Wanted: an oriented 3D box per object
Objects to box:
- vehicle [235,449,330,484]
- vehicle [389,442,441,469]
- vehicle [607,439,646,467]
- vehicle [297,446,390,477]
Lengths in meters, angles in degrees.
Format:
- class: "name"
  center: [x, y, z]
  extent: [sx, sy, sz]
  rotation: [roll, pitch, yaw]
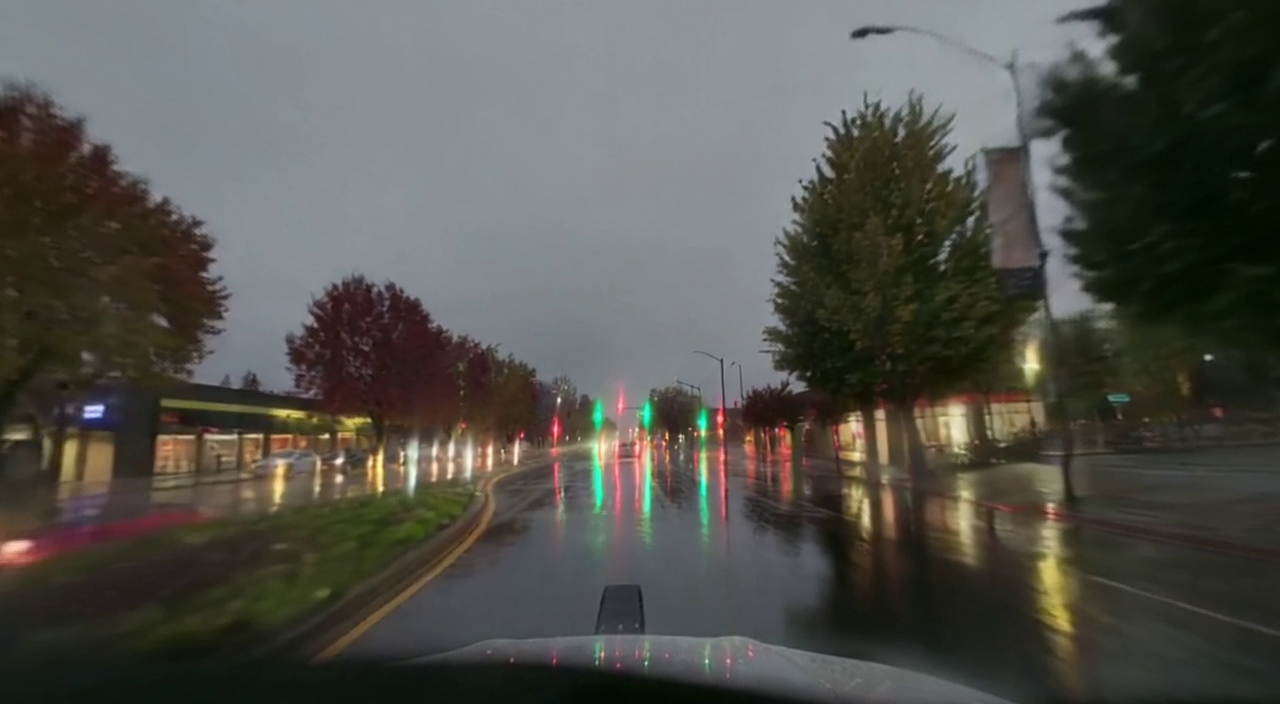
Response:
- class: "vehicle"
  center: [-15.980, 5.117, 28.533]
  extent: [1.792, 1.413, 4.452]
  rotation: [0, -8, -2]
- class: "vehicle"
  center: [-15.972, 7.366, 45.087]
  extent: [1.981, 1.755, 4.113]
  rotation: [0, -9, 3]
- class: "vehicle"
  center: [-0.743, 5.659, 35.549]
  extent: [2.045, 1.510, 3.690]
  rotation: [0, -8, -1]
- class: "vehicle"
  center: [-15.781, 5.820, 33.986]
  extent: [2.098, 1.524, 5.102]
  rotation: [-1, -8, 6]
